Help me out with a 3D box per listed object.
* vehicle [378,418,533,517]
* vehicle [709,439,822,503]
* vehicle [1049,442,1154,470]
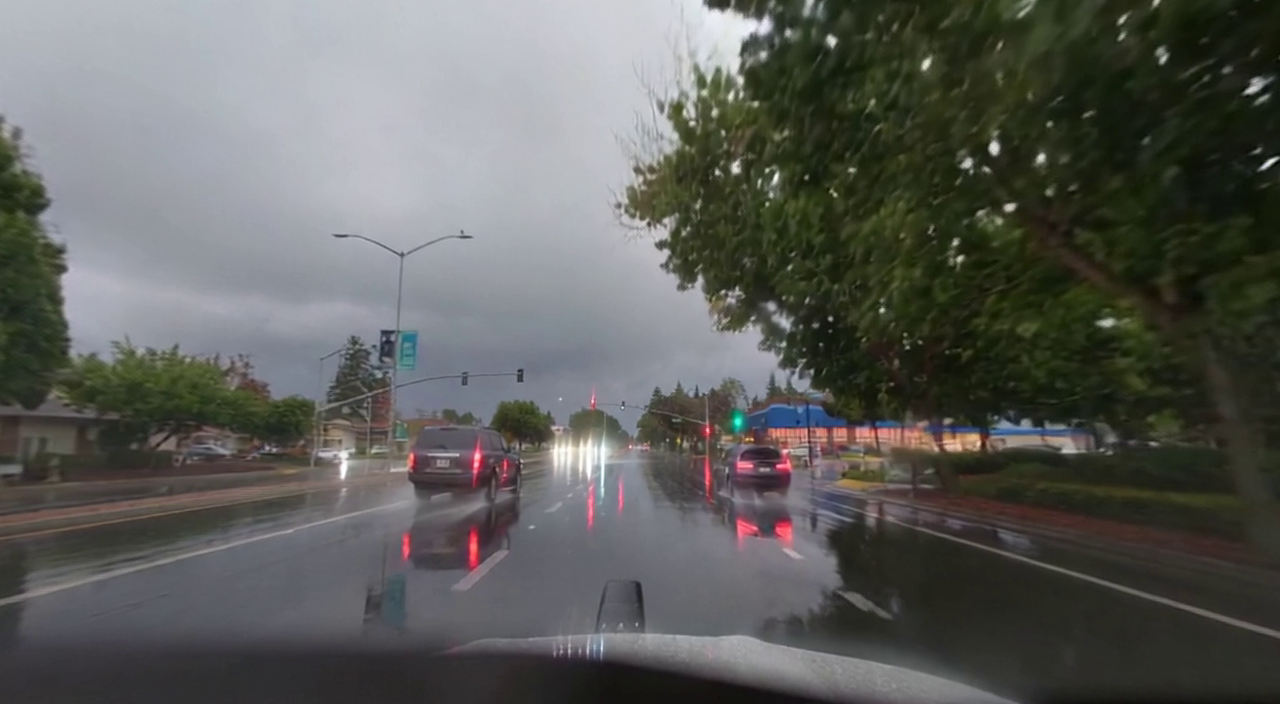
[{"bbox_3d":[-3.781,2.466,13.943,1.997,1.806,4.500,0,-9,1],"label":"vehicle"},{"bbox_3d":[3.206,3.158,17.275,1.975,1.502,4.787,0,-9,-2],"label":"vehicle"},{"bbox_3d":[29.057,6.575,39.908,4.810,1.627,1.991,-2,-9,6],"label":"vehicle"}]
